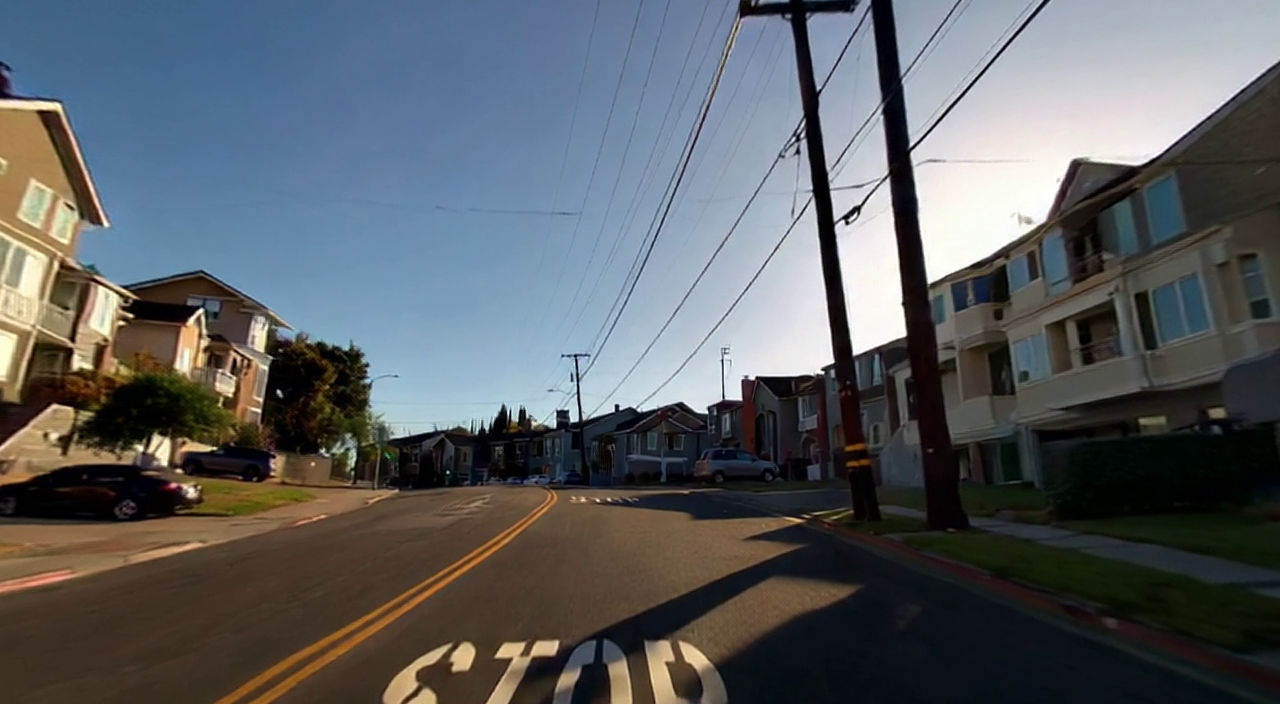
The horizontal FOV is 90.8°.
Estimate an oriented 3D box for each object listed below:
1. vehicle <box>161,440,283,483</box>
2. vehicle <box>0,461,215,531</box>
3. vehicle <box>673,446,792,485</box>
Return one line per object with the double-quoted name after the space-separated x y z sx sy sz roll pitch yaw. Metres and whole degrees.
-21.450 5.753 32.725 4.942 1.912 2.121 7 -17 -30 "vehicle"
-13.356 3.510 15.681 4.146 1.535 1.862 0 -8 -4 "vehicle"
4.721 5.850 32.557 5.578 1.842 2.300 3 -9 -12 "vehicle"
